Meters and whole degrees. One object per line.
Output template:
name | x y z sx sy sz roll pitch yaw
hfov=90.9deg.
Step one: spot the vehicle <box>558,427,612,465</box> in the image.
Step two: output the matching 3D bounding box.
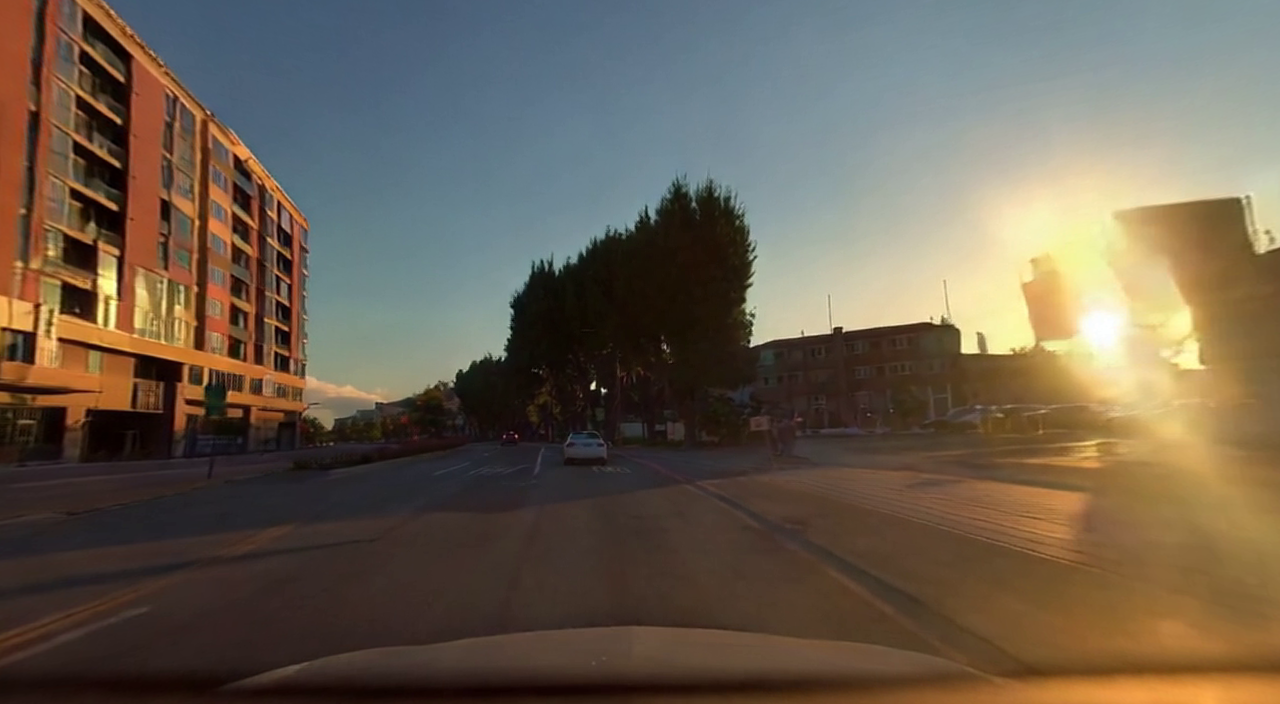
vehicle | -2.588 4.242 28.661 2.231 1.572 4.227 1 -8 -8
